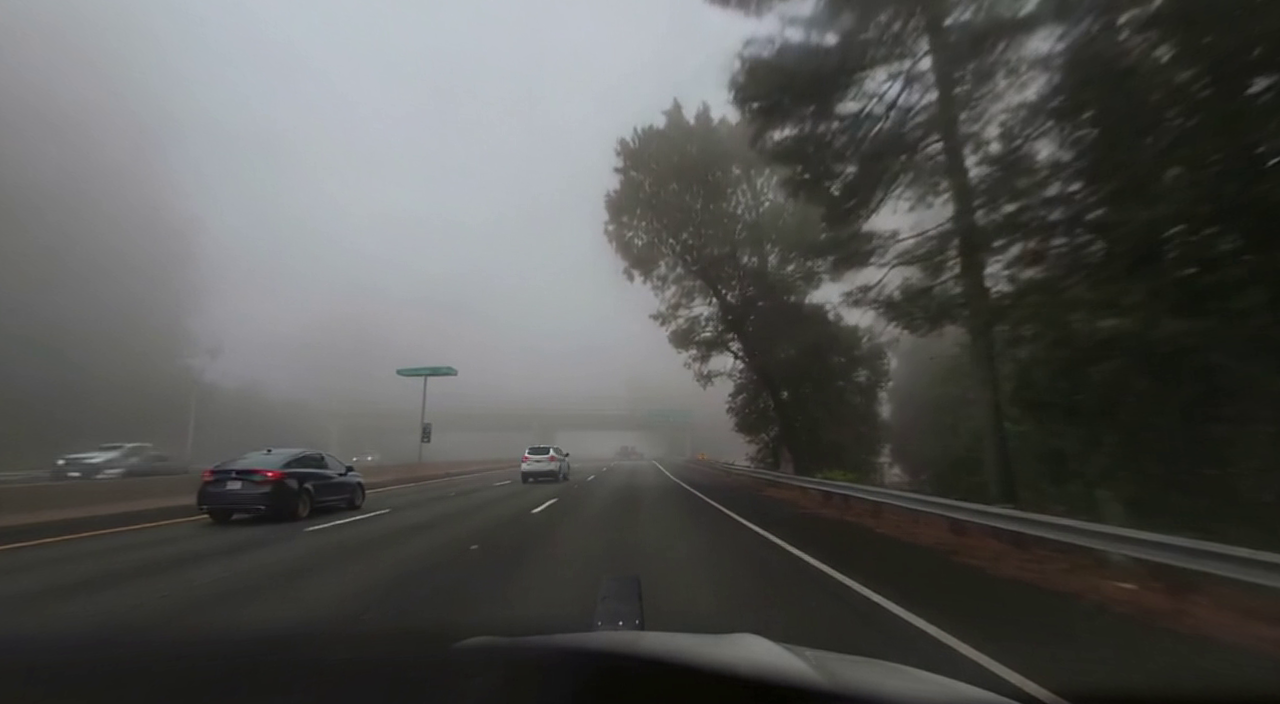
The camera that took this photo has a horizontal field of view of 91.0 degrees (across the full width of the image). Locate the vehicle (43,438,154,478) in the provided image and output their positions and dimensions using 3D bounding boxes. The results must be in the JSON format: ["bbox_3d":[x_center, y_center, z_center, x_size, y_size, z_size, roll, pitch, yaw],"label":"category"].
[{"bbox_3d":[-36.077,7.091,42.257,2.199,2.455,5.758,0,-9,1],"label":"vehicle"}]

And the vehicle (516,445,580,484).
[{"bbox_3d":[-4.020,5.025,28.395,2.102,1.571,4.666,0,-9,1],"label":"vehicle"}]

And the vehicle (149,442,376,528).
[{"bbox_3d":[-7.716,2.733,13.587,2.002,1.507,4.631,0,-9,0],"label":"vehicle"}]
